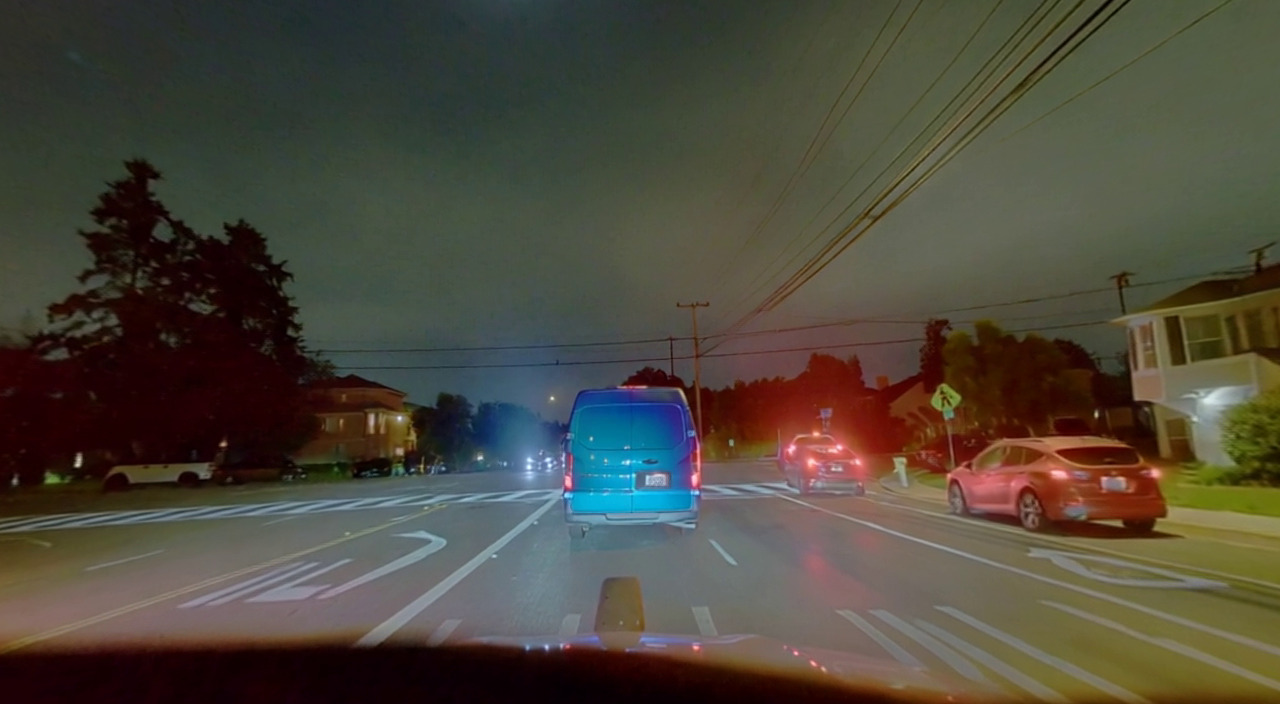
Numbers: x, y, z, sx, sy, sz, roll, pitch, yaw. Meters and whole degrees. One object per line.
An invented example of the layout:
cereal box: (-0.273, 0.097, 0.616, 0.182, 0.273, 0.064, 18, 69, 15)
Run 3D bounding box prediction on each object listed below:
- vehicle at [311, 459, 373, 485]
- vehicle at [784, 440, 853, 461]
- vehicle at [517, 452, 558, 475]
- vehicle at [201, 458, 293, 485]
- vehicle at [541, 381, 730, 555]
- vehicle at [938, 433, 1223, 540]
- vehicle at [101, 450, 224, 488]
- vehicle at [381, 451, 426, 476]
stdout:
vehicle: (-18.379, 7.414, 39.154, 1.816, 1.445, 4.120, 0, -9, 1)
vehicle: (13.034, 7.237, 46.302, 4.483, 1.463, 1.805, 0, -9, 0)
vehicle: (-7.100, 7.758, 44.258, 1.962, 1.481, 4.434, -1, -9, 3)
vehicle: (-27.327, 8.332, 44.095, 4.972, 1.776, 2.057, 0, -9, -1)
vehicle: (-0.206, 1.799, 10.369, 2.342, 2.142, 4.809, 0, -9, -4)
vehicle: (7.347, 2.247, 11.221, 1.883, 1.504, 4.220, 0, -9, -2)
vehicle: (-26.882, 6.597, 35.700, 5.026, 2.017, 2.215, 0, -9, -1)
vehicle: (-17.958, 8.449, 48.216, 1.841, 1.769, 4.105, 0, -9, -1)
